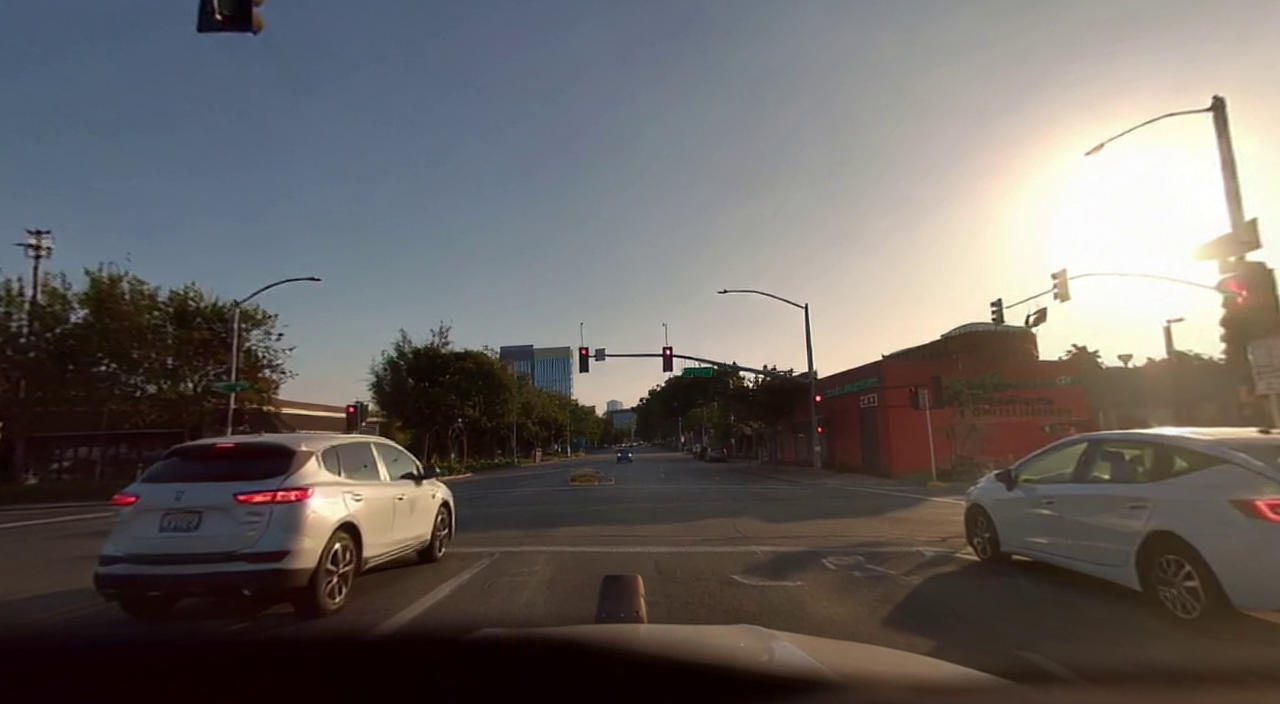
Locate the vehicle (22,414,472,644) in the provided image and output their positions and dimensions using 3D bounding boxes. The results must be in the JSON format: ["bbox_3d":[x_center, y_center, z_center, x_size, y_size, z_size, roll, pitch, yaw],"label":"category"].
[{"bbox_3d":[-3.404,1.587,6.705,1.947,1.627,4.248,0,-9,1],"label":"vehicle"}]

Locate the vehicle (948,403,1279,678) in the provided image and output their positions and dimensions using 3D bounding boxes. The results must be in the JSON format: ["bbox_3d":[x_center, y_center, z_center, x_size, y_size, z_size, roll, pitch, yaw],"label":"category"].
[{"bbox_3d":[4.937,1.433,5.692,2.039,1.655,4.495,0,-9,1],"label":"vehicle"}]
